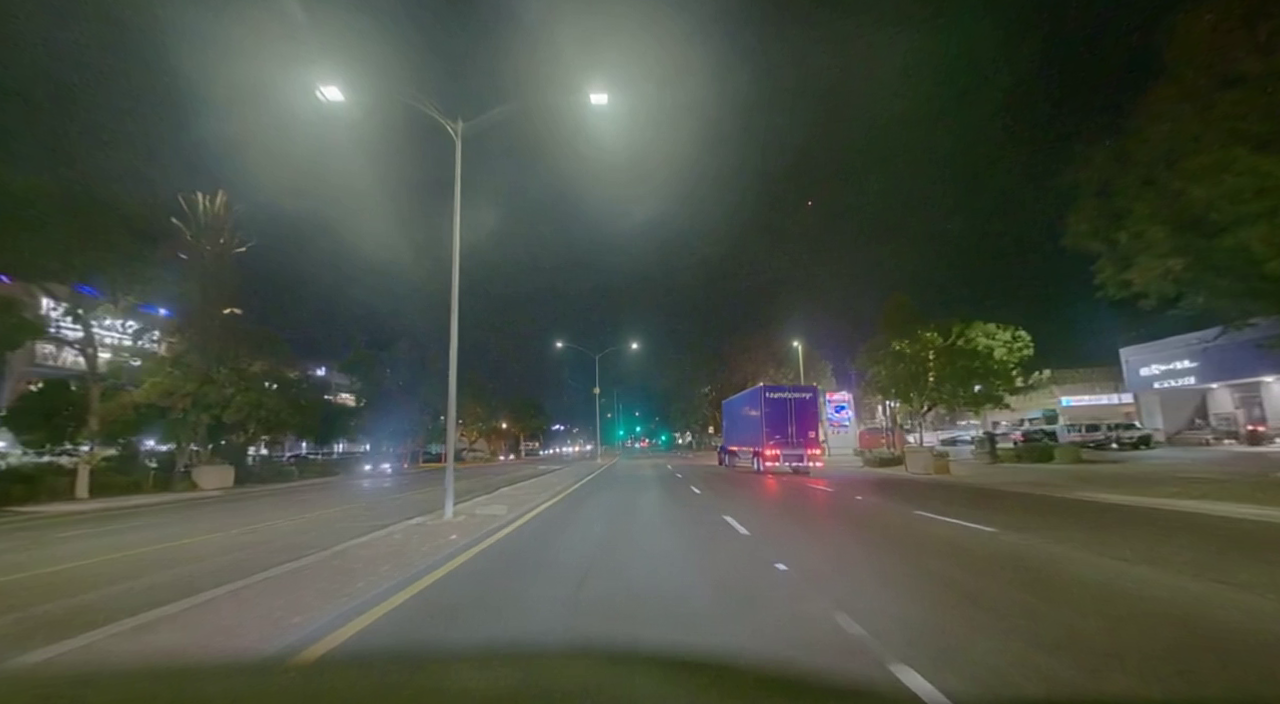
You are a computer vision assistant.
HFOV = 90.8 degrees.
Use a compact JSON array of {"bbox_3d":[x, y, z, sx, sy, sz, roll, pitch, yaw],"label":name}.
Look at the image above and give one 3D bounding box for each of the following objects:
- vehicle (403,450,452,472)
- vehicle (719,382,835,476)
[{"bbox_3d":[-15.584,7.983,46.619,1.901,1.487,4.711,0,-8,1],"label":"vehicle"},{"bbox_3d":[6.312,3.982,31.556,3.120,3.794,11.510,0,-8,0],"label":"vehicle"}]
